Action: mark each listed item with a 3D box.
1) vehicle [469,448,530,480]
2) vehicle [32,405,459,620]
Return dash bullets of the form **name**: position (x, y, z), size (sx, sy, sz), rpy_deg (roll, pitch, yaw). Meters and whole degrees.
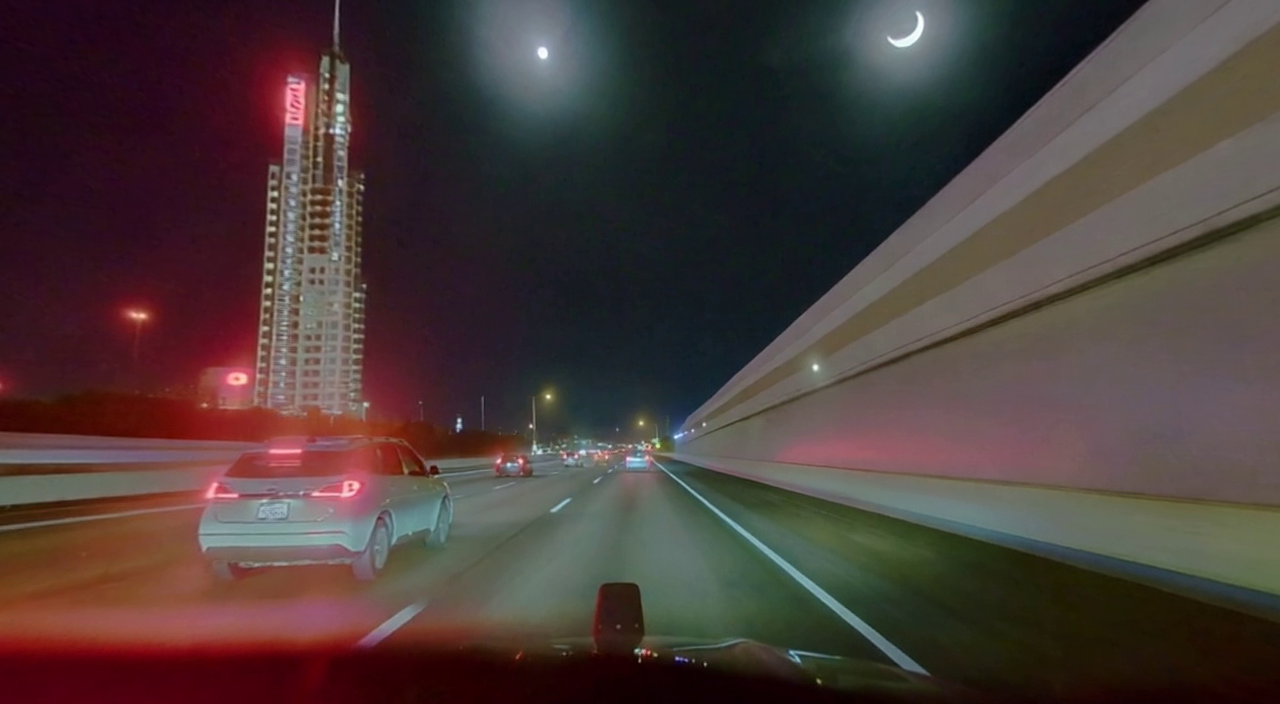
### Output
- **vehicle**: position (-7.186, 5.777, 32.804), size (1.998, 1.542, 4.953), rpy_deg (0, -9, 1)
- **vehicle**: position (-3.864, 1.645, 7.439), size (2.059, 1.725, 4.521), rpy_deg (0, -9, 0)
